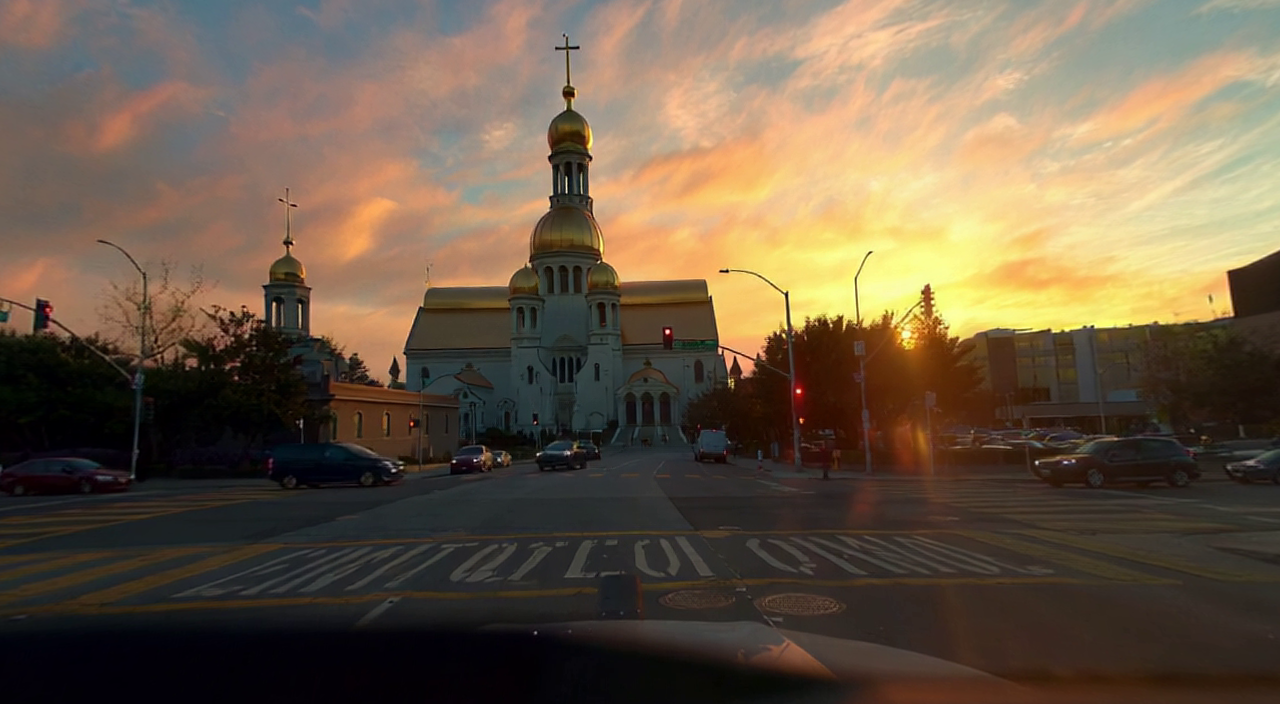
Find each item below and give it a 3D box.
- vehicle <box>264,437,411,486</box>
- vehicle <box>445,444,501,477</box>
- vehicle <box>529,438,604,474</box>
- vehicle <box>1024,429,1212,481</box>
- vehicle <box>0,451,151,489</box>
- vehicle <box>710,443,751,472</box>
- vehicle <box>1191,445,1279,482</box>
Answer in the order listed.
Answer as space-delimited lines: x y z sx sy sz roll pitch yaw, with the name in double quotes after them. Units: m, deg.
-11.380 4.137 24.084 4.567 1.724 2.051 1 -9 -9 "vehicle"
-10.181 6.612 38.942 2.076 1.876 4.669 0 -8 1 "vehicle"
-3.649 5.298 32.402 2.223 1.692 4.688 -2 -9 15 "vehicle"
19.897 4.315 26.553 5.852 2.057 2.361 0 -8 1 "vehicle"
-23.338 4.877 26.245 4.479 1.476 1.873 0 -8 2 "vehicle"
5.880 6.859 41.482 1.969 1.776 4.329 0 -8 -2 "vehicle"
26.402 4.674 26.642 4.561 1.475 1.850 0 -8 0 "vehicle"
